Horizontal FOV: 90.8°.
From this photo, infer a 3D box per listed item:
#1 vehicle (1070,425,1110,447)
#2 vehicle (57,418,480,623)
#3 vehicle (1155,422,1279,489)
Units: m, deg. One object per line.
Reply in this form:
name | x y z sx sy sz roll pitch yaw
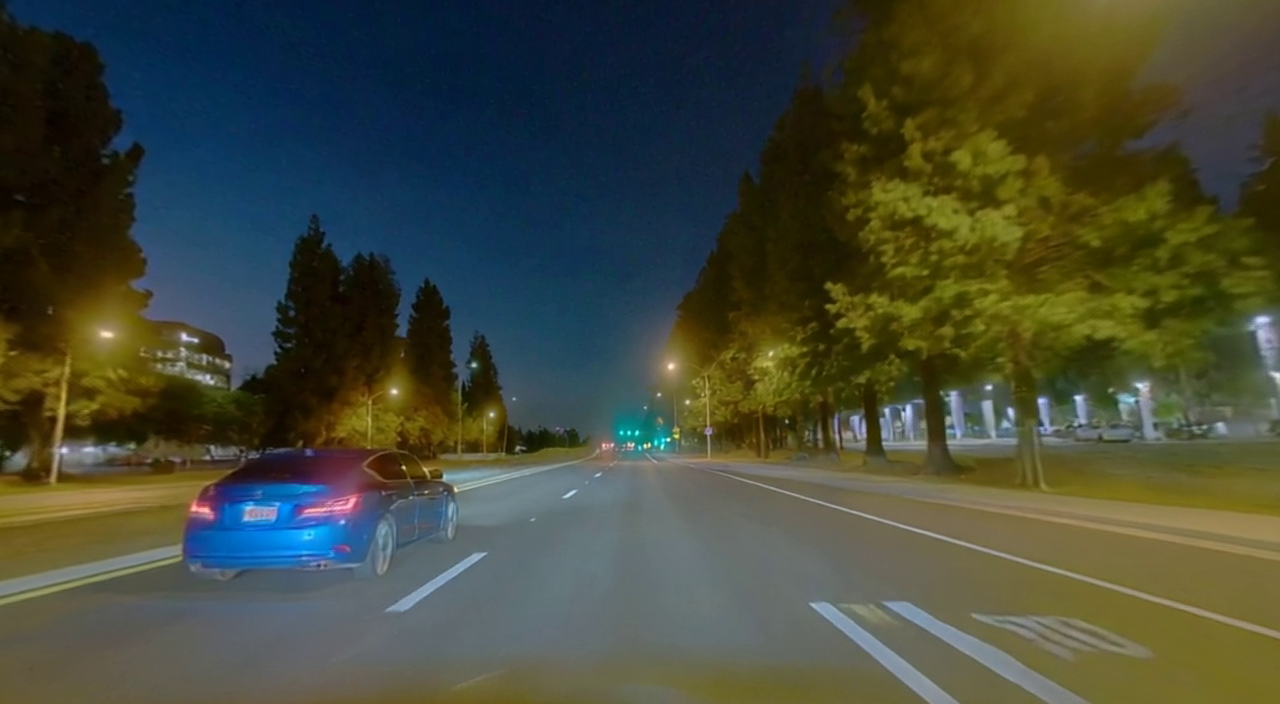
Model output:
vehicle | 31.344 5.846 44.064 1.690 1.378 3.826 -6 -9 27
vehicle | -3.239 1.537 6.710 1.964 1.472 4.078 0 -9 0
vehicle | 15.228 2.421 14.987 4.401 1.465 1.935 0 -8 -4
